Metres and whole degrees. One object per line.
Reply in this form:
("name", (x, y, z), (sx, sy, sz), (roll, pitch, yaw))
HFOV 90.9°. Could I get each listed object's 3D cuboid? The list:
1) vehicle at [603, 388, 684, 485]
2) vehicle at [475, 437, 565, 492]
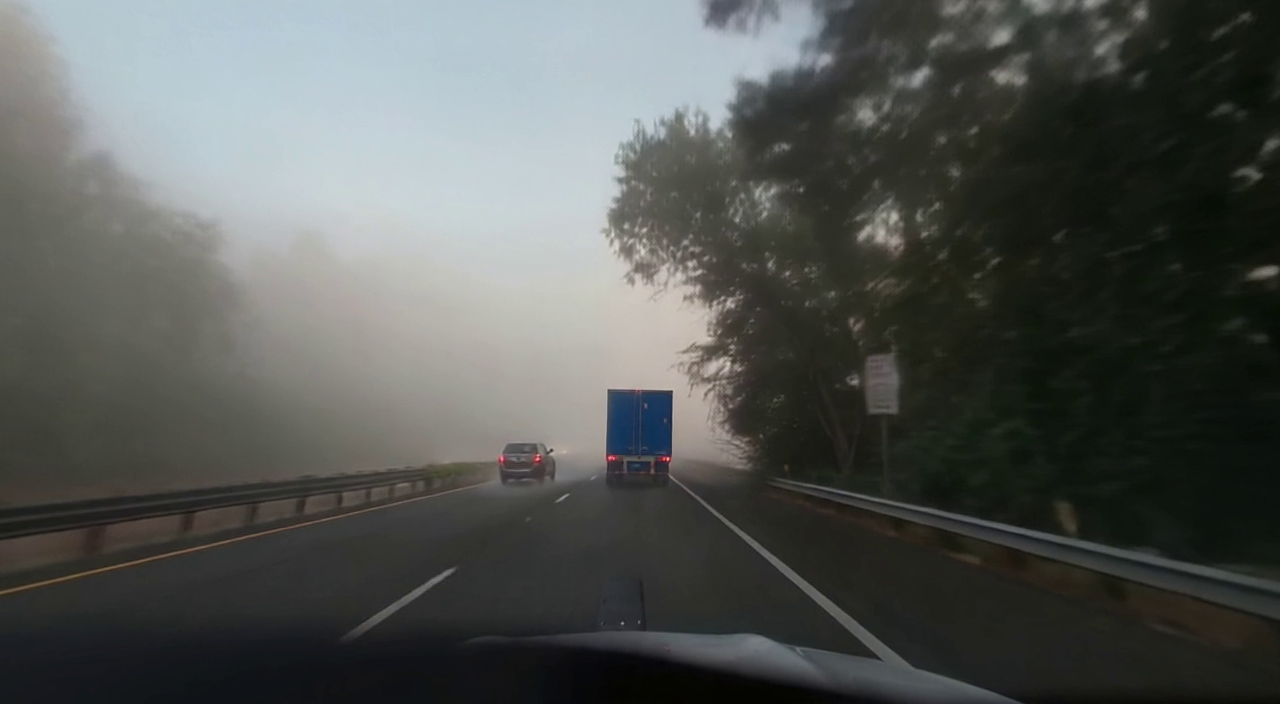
("vehicle", (0.003, 3.750, 27.328), (2.913, 3.530, 8.648), (0, -9, -2))
("vehicle", (-3.908, 3.767, 21.376), (2.160, 1.661, 4.388), (0, -9, 0))
